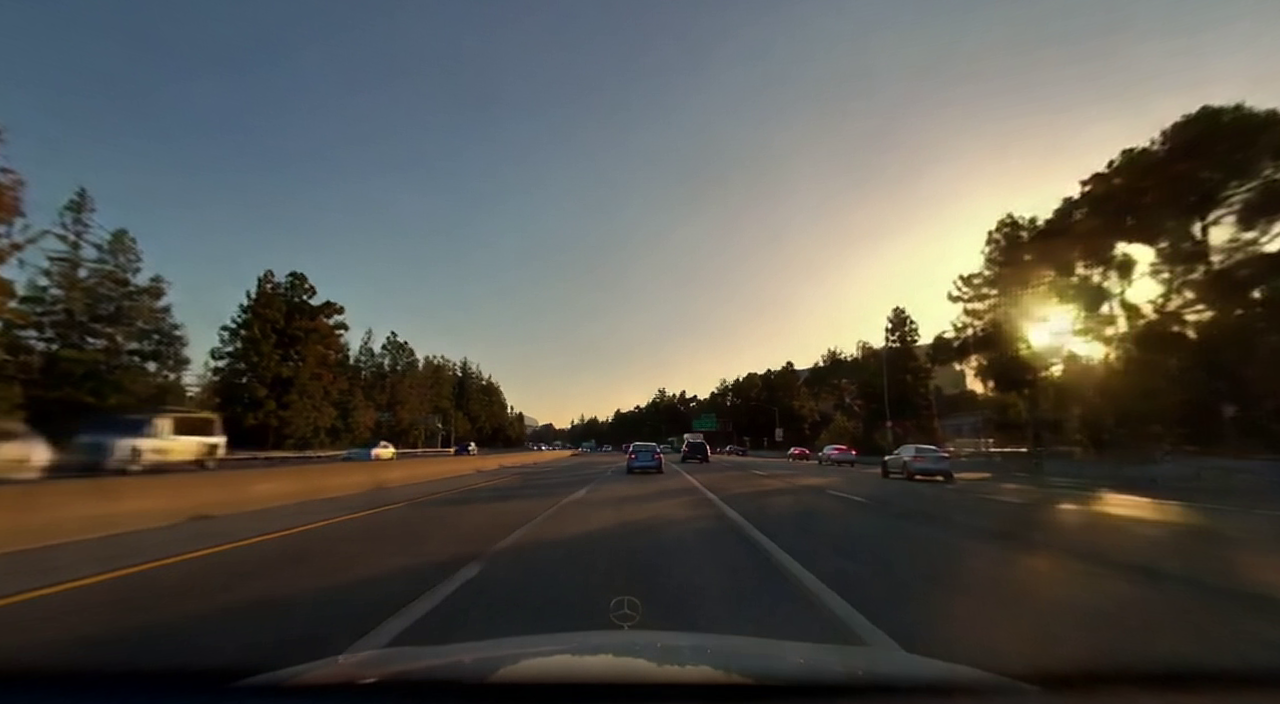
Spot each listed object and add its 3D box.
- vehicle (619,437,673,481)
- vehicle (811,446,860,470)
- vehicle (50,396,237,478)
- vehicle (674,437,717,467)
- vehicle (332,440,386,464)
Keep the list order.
[{"bbox_3d":[0.195,4.484,26.725,2.105,1.711,4.293,0,-8,-1],"label":"vehicle"},{"bbox_3d":[12.721,6.889,41.285,1.872,1.459,4.502,0,-8,1],"label":"vehicle"},{"bbox_3d":[-22.167,3.928,28.838,2.729,3.252,6.969,0,-8,0],"label":"vehicle"},{"bbox_3d":[3.856,7.108,44.954,2.505,2.020,5.532,0,-8,-1],"label":"vehicle"},{"bbox_3d":[-21.824,7.782,49.217,2.021,1.772,4.697,0,-8,0],"label":"vehicle"}]
